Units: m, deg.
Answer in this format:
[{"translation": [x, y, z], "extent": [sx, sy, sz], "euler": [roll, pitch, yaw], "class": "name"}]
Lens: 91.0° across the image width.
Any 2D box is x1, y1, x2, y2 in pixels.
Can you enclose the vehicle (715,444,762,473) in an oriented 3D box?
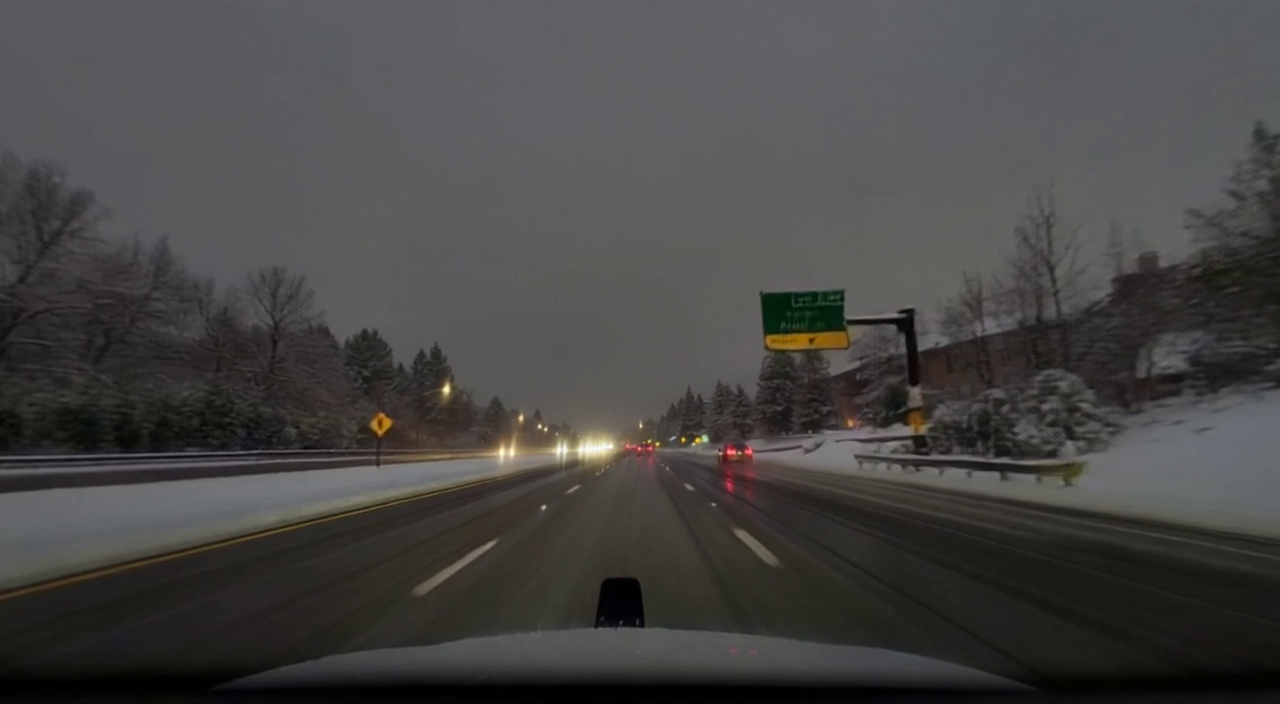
[{"translation": [5.841, 6.378, 37.920], "extent": [2.085, 1.594, 4.848], "euler": [0, -9, 0], "class": "vehicle"}]
